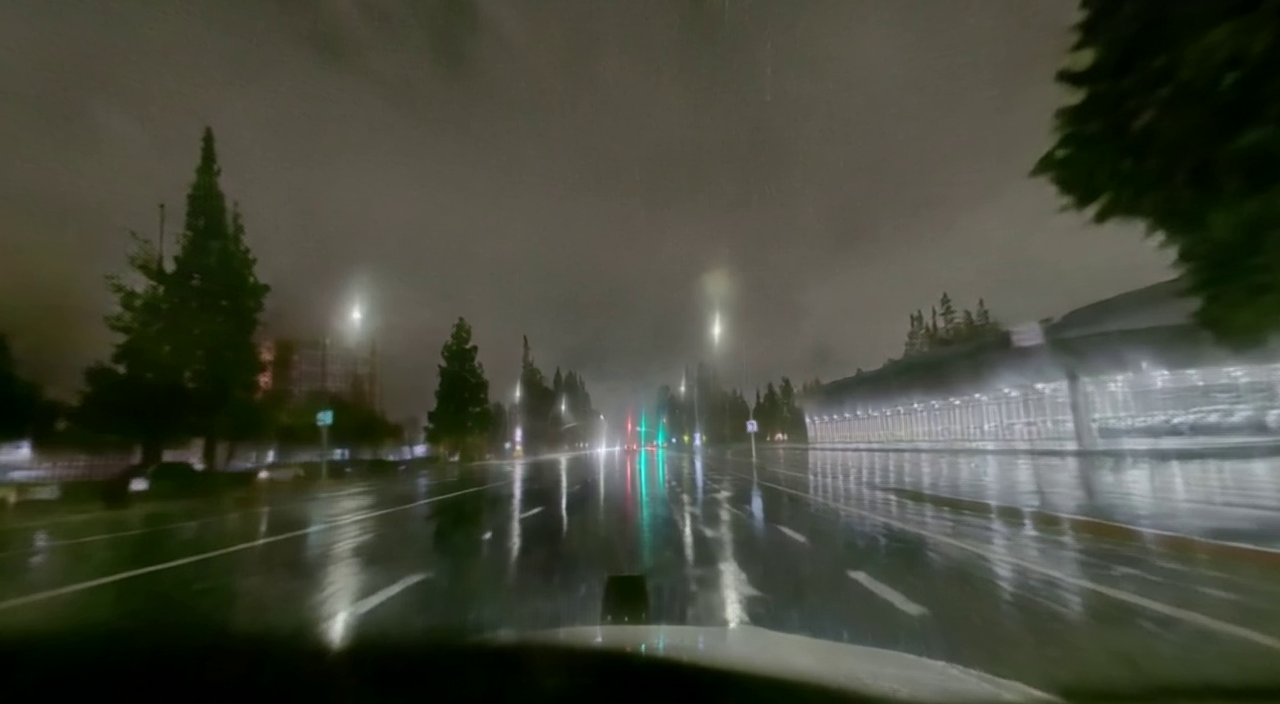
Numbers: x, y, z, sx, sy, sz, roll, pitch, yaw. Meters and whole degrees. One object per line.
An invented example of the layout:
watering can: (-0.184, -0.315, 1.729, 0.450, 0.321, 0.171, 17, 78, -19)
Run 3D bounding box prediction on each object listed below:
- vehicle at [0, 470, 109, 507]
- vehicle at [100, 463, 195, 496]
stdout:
vehicle: (-29.776, 6.847, 31.900, 1.815, 1.531, 4.544, 0, -9, -1)
vehicle: (-29.717, 7.667, 38.233, 1.902, 1.746, 4.706, 0, -9, 1)
